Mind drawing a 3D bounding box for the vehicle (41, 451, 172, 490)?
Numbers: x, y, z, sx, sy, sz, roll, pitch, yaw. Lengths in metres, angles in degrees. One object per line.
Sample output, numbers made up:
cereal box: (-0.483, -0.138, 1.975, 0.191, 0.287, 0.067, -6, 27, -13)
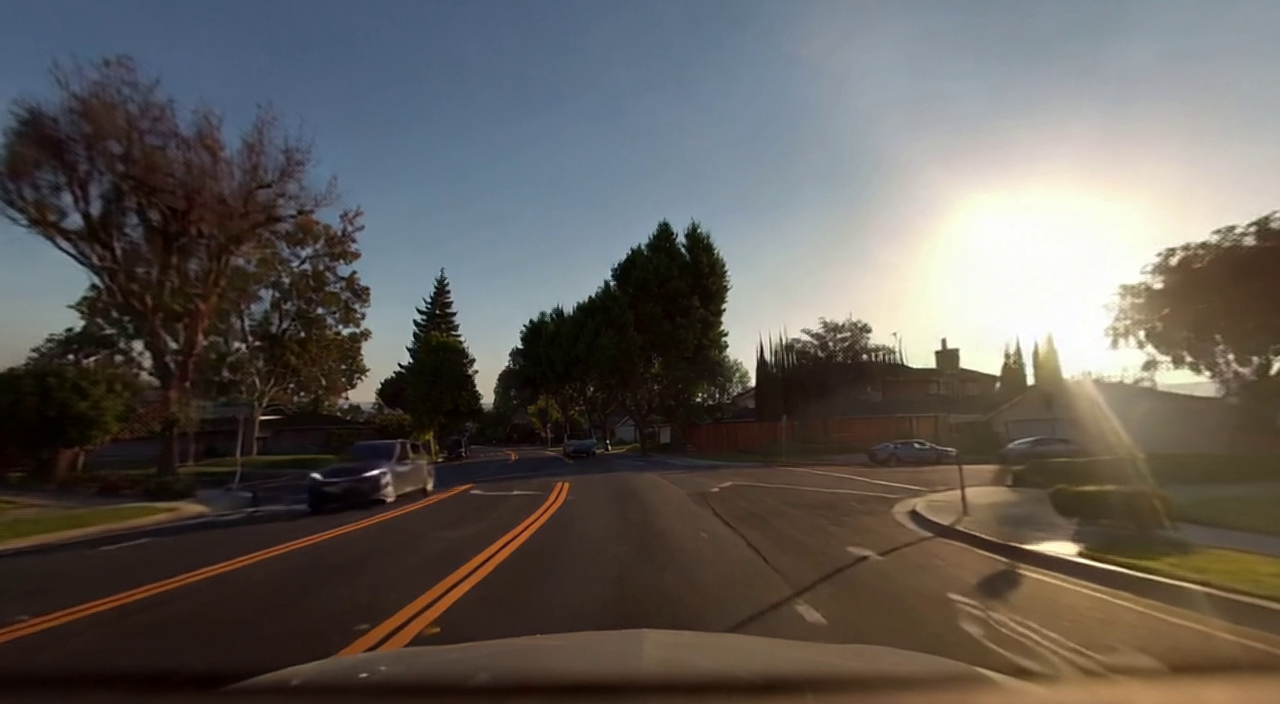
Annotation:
vehicle: (-24.682, 5.471, 29.258, 4.378, 1.714, 1.977, -1, -8, 4)

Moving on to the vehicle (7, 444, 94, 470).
vehicle: (-44.988, 7.989, 48.235, 1.948, 1.845, 4.671, -2, -8, 4)

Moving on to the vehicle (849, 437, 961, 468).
vehicle: (12.923, 4.939, 31.000, 4.737, 1.447, 1.766, -1, -9, 8)

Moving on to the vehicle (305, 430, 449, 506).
vehicle: (-6.775, 3.008, 16.857, 2.069, 1.740, 4.446, 0, -8, -3)

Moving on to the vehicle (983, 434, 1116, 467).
vehicle: (19.192, 4.645, 29.752, 4.795, 1.468, 1.945, -2, -9, 12)
